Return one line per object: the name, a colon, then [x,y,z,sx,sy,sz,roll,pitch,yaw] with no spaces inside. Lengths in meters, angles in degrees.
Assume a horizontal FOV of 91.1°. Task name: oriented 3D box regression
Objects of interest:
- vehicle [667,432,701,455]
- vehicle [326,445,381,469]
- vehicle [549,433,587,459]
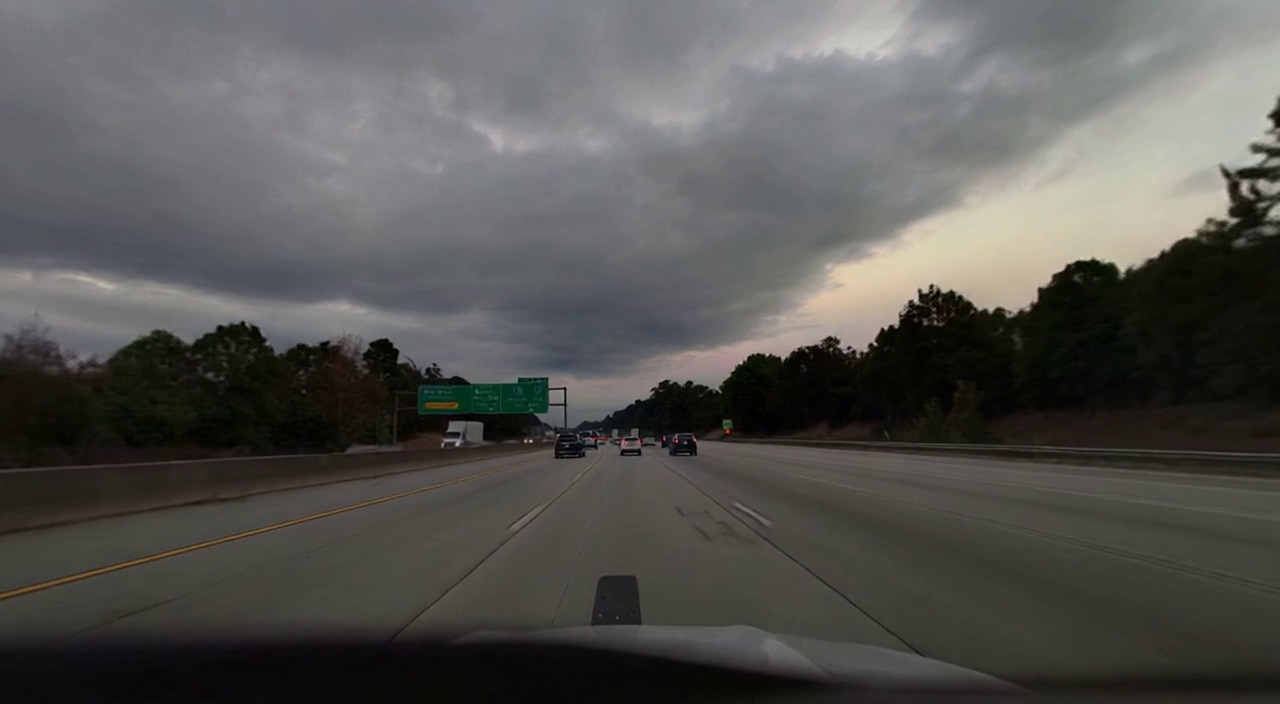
vehicle: [3.260,6.876,47.320,2.066,1.673,4.225,0,-8,-2]
vehicle: [-19.377,7.077,42.666,1.834,1.452,4.223,0,-8,-1]
vehicle: [-4.641,6.102,41.067,2.119,1.629,3.946,0,-8,-1]
